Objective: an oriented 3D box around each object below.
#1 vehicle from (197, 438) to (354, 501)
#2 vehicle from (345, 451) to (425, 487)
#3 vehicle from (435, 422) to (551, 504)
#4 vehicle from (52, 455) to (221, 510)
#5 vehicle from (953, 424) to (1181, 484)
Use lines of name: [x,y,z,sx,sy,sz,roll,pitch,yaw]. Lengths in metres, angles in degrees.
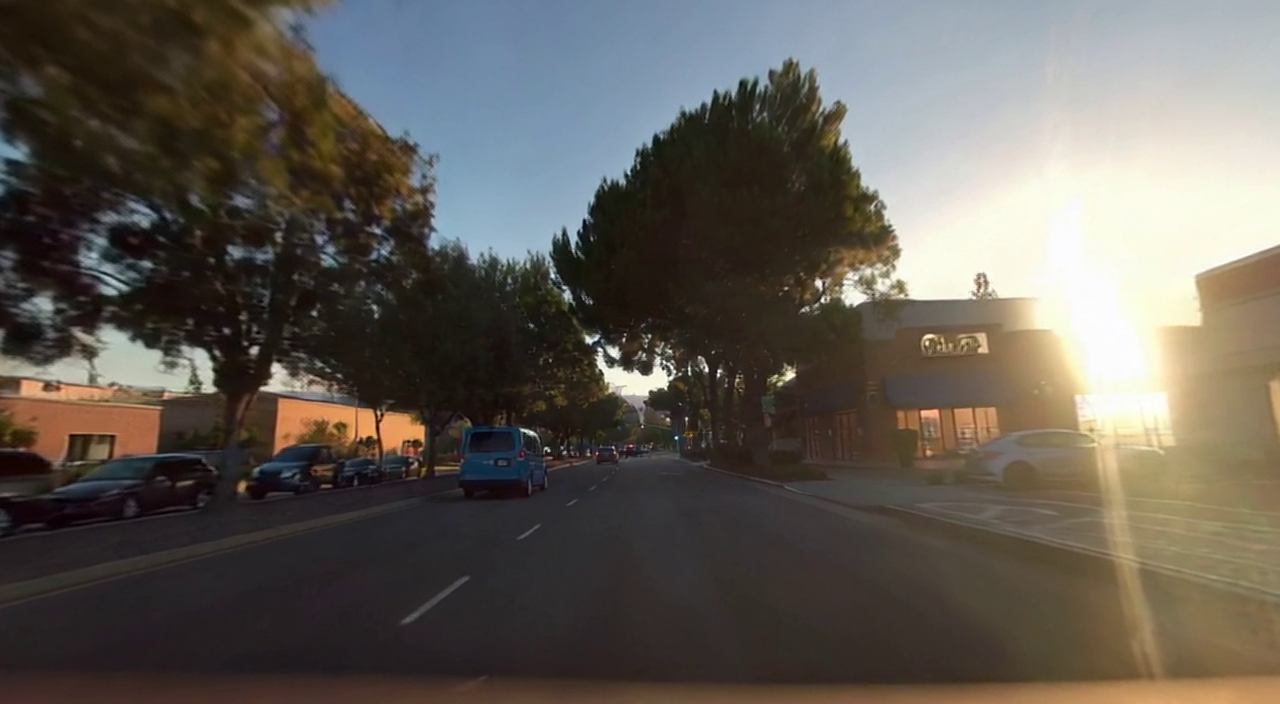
vehicle: [-11.769,3.795,20.758,2.332,1.815,4.639,0,-9,1]
vehicle: [-11.231,5.170,28.029,1.812,1.405,4.305,0,-9,-1]
vehicle: [-3.974,3.110,18.034,2.152,1.987,4.952,0,-9,0]
vehicle: [-15.636,4.026,19.865,1.785,1.476,4.293,0,-9,0]
vehicle: [11.280,2.726,16.874,4.607,1.471,1.982,0,-9,1]
